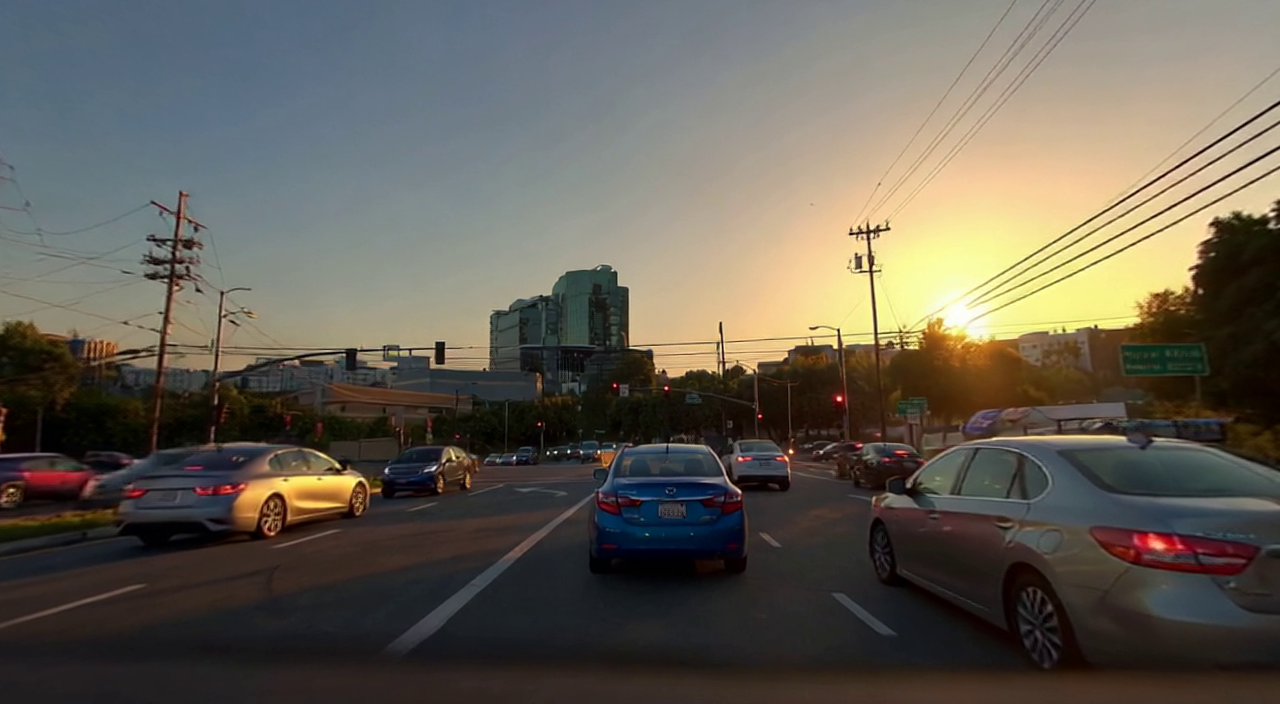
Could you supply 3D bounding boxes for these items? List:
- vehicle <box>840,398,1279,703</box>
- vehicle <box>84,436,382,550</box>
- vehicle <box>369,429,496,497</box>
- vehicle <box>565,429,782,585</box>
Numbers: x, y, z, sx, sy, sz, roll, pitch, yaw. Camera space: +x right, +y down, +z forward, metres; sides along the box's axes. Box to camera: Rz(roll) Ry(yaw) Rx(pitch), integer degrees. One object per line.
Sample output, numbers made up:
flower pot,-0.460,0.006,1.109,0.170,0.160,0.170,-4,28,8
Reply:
vehicle,3.137,1.255,4.795,1.870,1.523,4.096,0,-8,0
vehicle,-6.413,2.224,10.813,1.955,1.497,4.639,-1,-8,1
vehicle,-6.261,3.406,19.832,2.070,1.824,5.196,-1,-8,2
vehicle,0.317,1.802,8.196,2.109,1.483,3.964,0,-8,0
